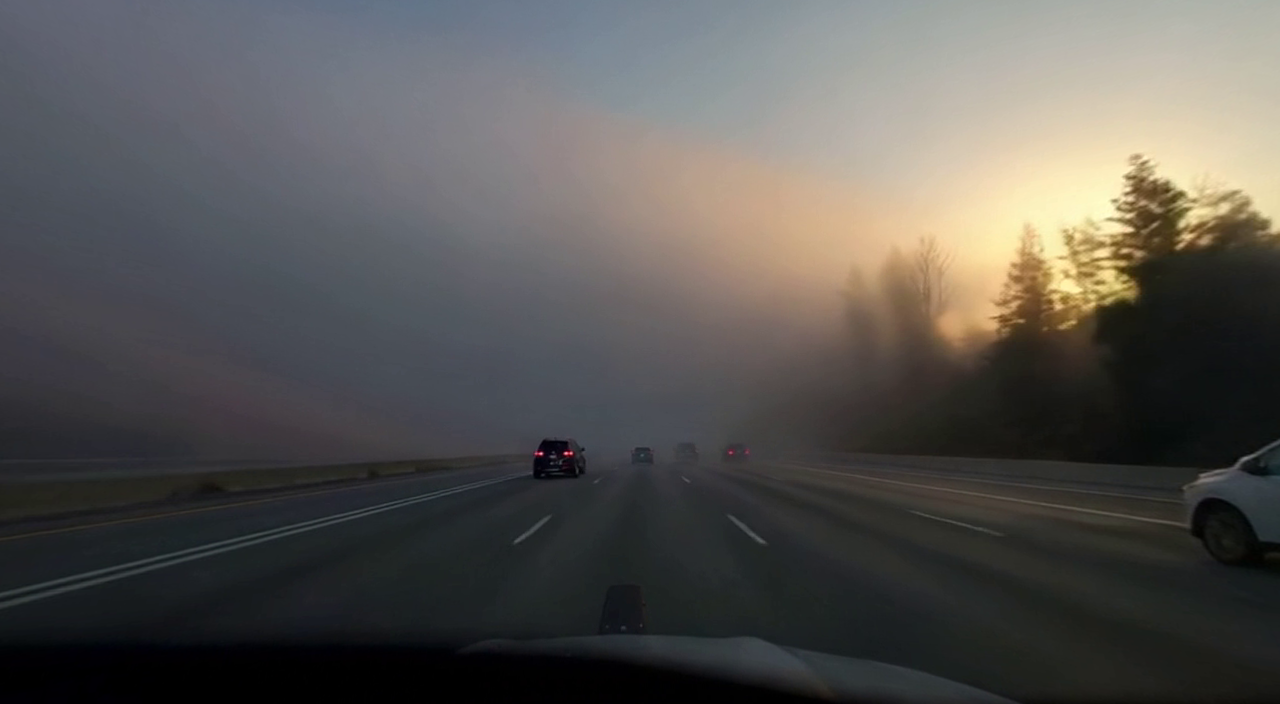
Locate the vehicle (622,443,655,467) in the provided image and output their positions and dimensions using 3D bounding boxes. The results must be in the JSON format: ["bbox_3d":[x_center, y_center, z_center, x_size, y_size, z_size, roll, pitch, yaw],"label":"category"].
[{"bbox_3d":[-0.086,6.689,41.089,2.050,1.452,3.917,0,-8,0],"label":"vehicle"}]

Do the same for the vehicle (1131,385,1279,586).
[{"bbox_3d":[6.709,1.039,4.653,2.123,1.756,4.959,0,-8,0],"label":"vehicle"}]

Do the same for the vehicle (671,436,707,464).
[{"bbox_3d":[3.721,7.566,48.940,2.348,1.991,5.460,0,-8,0],"label":"vehicle"}]

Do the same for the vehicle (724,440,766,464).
[{"bbox_3d":[7.444,7.155,45.239,2.196,1.659,4.451,0,-8,-1],"label":"vehicle"}]

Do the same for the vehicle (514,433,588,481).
[{"bbox_3d":[-3.467,4.227,25.626,2.118,1.750,4.875,-1,-8,2],"label":"vehicle"}]
